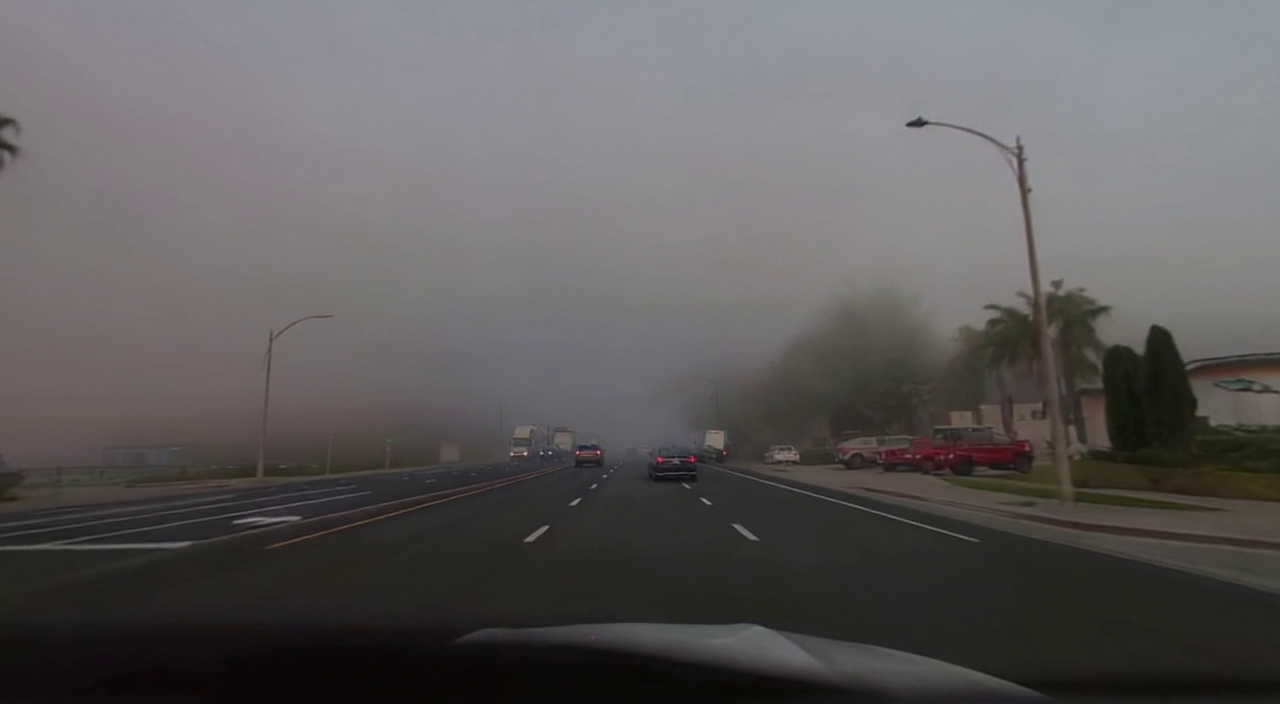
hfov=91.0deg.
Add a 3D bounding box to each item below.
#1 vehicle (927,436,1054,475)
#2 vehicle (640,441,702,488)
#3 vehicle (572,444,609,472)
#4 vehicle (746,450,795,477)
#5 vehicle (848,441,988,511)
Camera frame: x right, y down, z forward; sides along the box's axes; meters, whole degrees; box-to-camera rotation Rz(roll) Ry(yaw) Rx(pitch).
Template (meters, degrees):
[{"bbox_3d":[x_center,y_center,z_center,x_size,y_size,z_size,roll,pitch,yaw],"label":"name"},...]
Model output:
[{"bbox_3d":[15.508,4.601,28.062,4.489,1.557,1.792,-2,-9,2],"label":"vehicle"},{"bbox_3d":[1.136,4.423,25.148,2.084,1.682,4.148,1,-9,-3],"label":"vehicle"},{"bbox_3d":[-3.232,7.054,42.162,2.084,1.735,4.528,0,-8,0],"label":"vehicle"},{"bbox_3d":[7.740,6.608,37.687,1.947,1.474,4.634,0,-9,0],"label":"vehicle"},{"bbox_3d":[7.718,3.436,18.008,2.012,1.737,4.129,0,-9,-2],"label":"vehicle"}]
